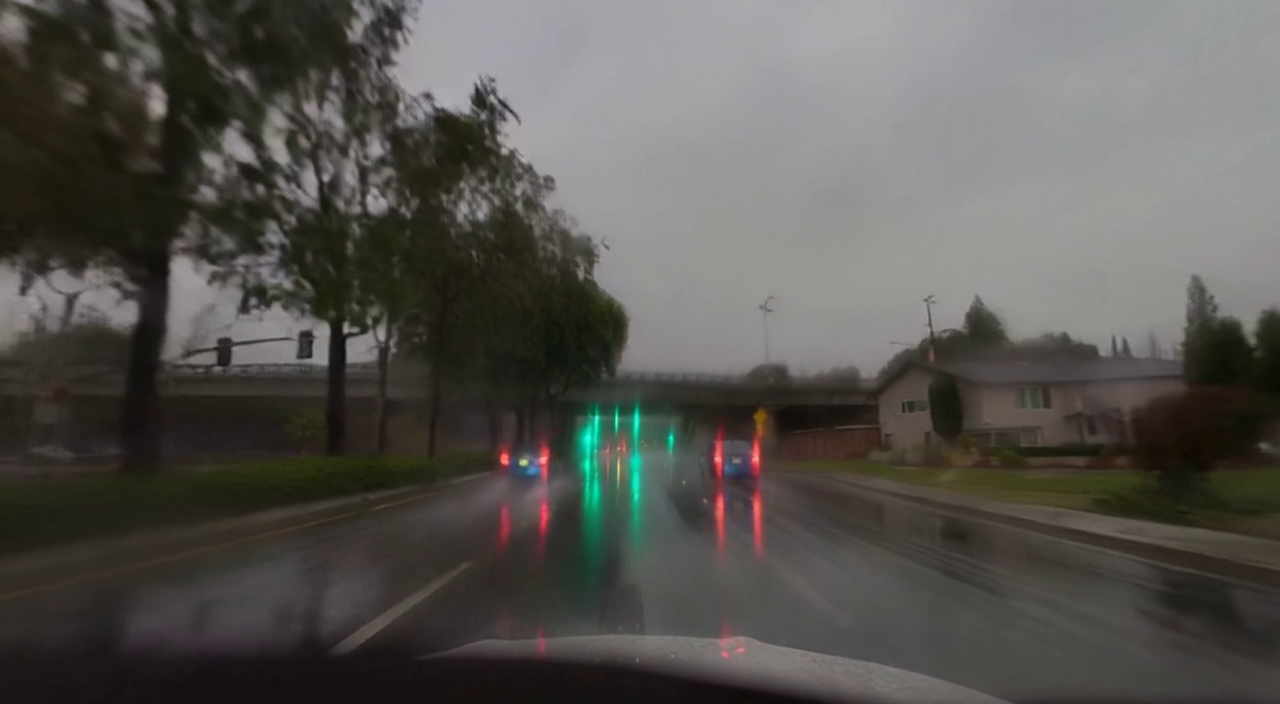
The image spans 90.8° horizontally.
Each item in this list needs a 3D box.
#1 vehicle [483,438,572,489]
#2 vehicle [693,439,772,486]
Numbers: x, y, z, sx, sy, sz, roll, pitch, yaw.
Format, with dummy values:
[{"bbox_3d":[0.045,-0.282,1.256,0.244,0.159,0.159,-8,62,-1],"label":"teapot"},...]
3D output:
[{"bbox_3d":[-3.589,3.638,21.003,2.060,1.484,4.417,0,-8,1],"label":"vehicle"},{"bbox_3d":[3.157,3.848,22.424,2.068,1.497,4.247,0,-8,-1],"label":"vehicle"}]
